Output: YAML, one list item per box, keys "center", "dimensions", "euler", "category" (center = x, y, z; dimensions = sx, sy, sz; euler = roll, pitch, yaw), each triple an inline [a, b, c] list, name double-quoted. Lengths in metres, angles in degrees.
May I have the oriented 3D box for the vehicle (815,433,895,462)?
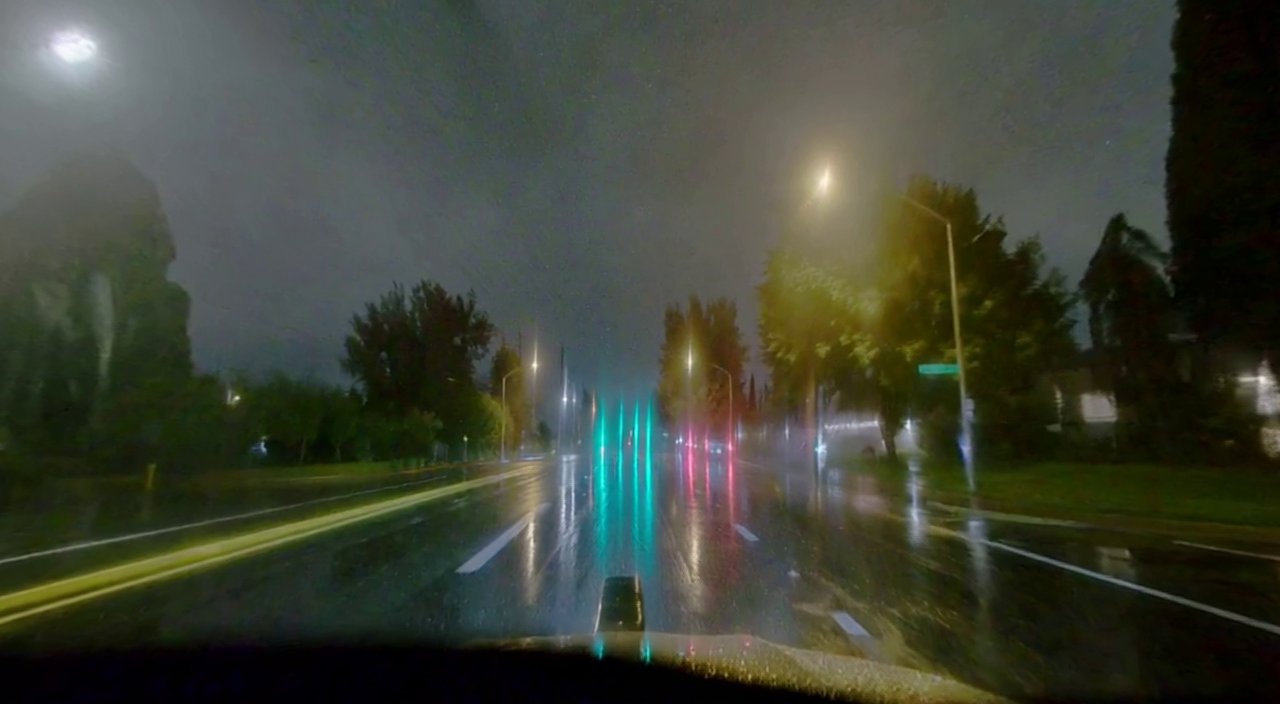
- center: [14.352, 6.424, 42.359]
  dimensions: [4.637, 1.842, 2.016]
  euler: [0, -9, 2]
  category: "vehicle"
